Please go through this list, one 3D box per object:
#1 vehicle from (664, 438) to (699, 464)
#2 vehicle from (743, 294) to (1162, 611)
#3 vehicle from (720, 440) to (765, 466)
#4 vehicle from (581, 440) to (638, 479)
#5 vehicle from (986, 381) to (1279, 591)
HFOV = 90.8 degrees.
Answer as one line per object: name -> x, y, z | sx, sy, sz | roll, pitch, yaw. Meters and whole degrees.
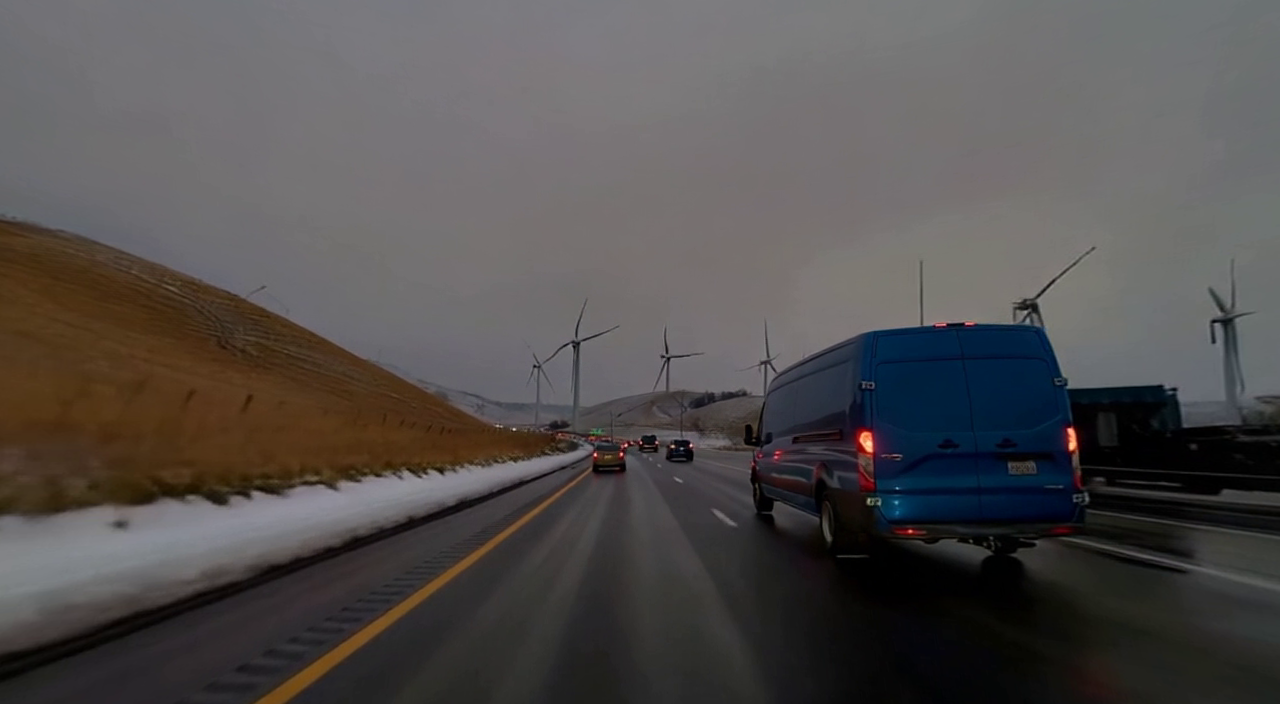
vehicle -> 2.898, 7.103, 45.449 | 2.108, 1.717, 3.996 | 0, -8, -2
vehicle -> 3.039, 1.224, 8.164 | 2.365, 2.630, 5.754 | 0, -8, -1
vehicle -> 6.360, 6.359, 39.786 | 1.958, 1.514, 4.930 | 0, -8, -1
vehicle -> -1.143, 4.298, 25.508 | 2.082, 1.445, 3.826 | 0, -8, 0
vehicle -> 6.634, 1.408, 7.100 | 2.070, 1.833, 5.811 | 0, -8, -1
